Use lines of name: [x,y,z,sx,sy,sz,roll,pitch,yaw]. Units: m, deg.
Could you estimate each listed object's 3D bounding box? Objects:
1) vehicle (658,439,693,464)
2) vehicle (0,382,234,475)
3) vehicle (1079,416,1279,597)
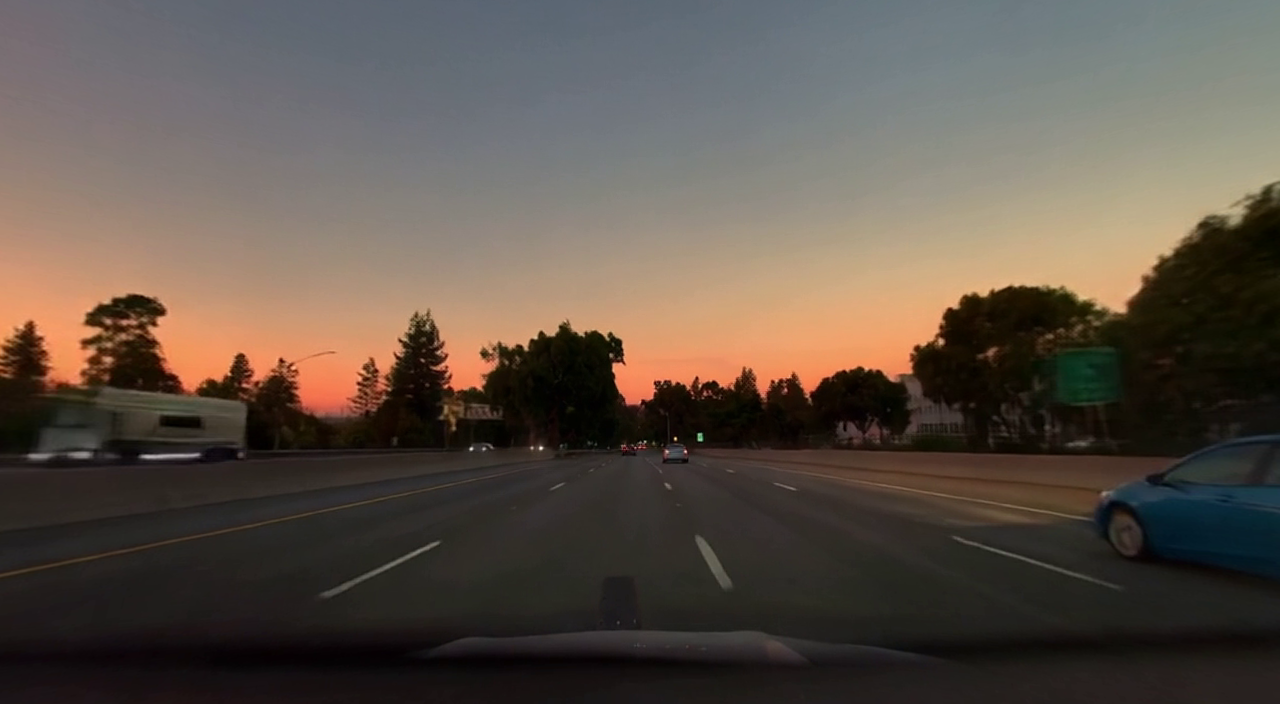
vehicle: [2.462,6.984,44.510,2.127,1.692,4.382,0,-9,-1]
vehicle: [-22.028,3.393,27.090,3.096,3.327,8.951,0,-9,1]
vehicle: [6.482,1.328,5.472,2.029,1.528,4.644,0,-9,0]
